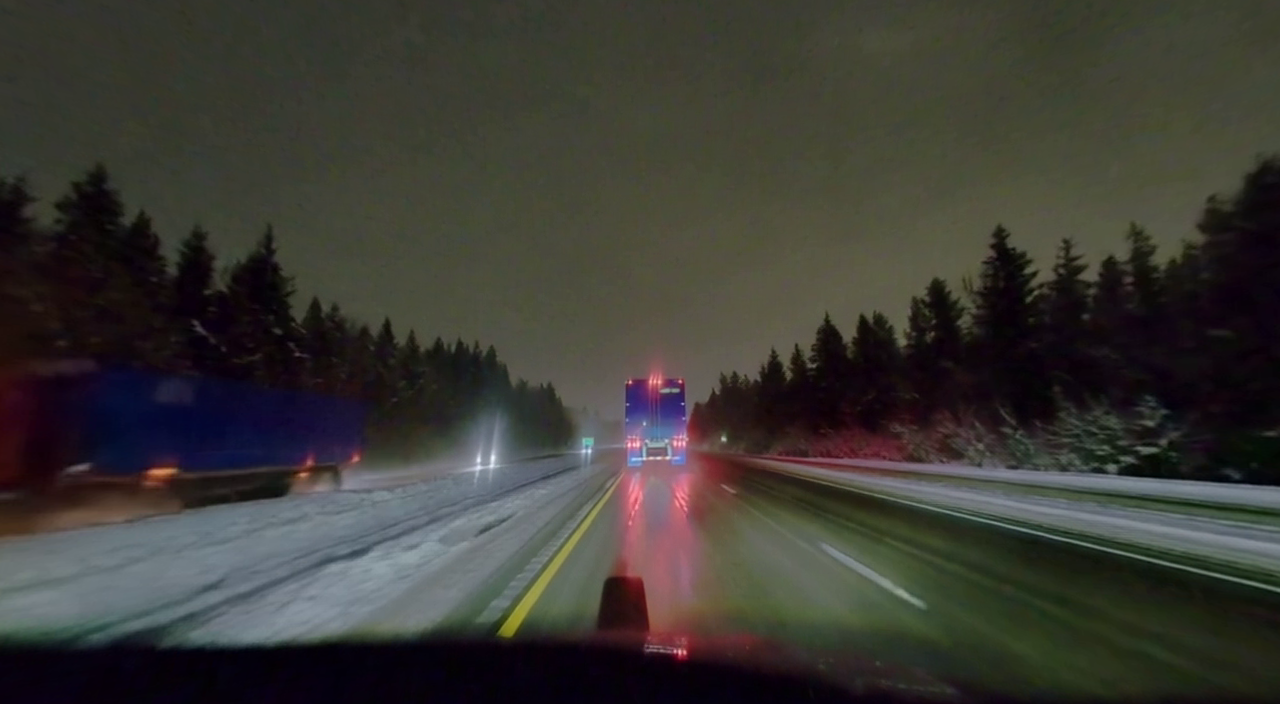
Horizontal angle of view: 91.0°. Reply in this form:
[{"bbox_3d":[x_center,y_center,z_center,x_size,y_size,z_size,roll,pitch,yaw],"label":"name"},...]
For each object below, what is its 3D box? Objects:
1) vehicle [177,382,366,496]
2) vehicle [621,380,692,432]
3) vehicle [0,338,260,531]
[{"bbox_3d":[-14.855,3.650,26.470,2.881,3.996,8.221,-1,-8,0],"label":"vehicle"},{"bbox_3d":[0.555,2.355,26.132,2.509,1.890,4.732,0,-8,-3],"label":"vehicle"},{"bbox_3d":[-14.904,2.239,16.786,3.041,4.004,10.215,0,-8,0],"label":"vehicle"}]
